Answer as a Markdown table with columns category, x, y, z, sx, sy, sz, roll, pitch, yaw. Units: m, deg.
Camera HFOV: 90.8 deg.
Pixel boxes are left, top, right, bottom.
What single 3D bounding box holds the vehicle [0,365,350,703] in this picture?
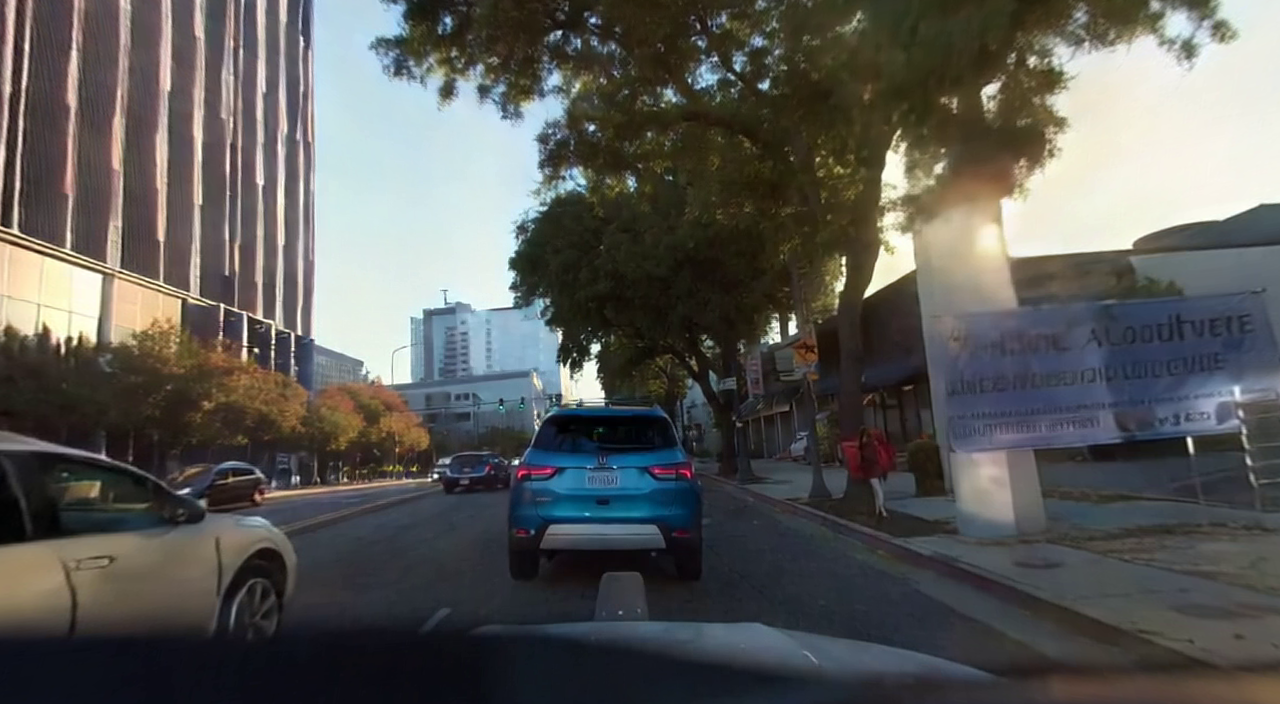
| category | x | y | z | sx | sy | sz | roll | pitch | yaw |
| --- | --- | --- | --- | --- | --- | --- | --- | --- | --- |
| vehicle | -3.340 | 0.997 | 3.004 | 1.971 | 1.658 | 4.428 | 0 | -8 | -3 |

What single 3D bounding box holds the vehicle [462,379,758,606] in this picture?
| category | x | y | z | sx | sy | sz | roll | pitch | yaw |
| --- | --- | --- | --- | --- | --- | --- | --- | --- | --- |
| vehicle | -0.340 | 1.522 | 7.716 | 2.531 | 1.930 | 4.382 | 0 | -8 | -2 |

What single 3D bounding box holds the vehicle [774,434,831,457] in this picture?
| category | x | y | z | sx | sy | sz | roll | pitch | yaw |
| --- | --- | --- | --- | --- | --- | --- | --- | --- | --- |
| vehicle | 10.461 | 5.990 | 40.427 | 1.877 | 1.416 | 3.965 | -8 | -12 | 41 |
